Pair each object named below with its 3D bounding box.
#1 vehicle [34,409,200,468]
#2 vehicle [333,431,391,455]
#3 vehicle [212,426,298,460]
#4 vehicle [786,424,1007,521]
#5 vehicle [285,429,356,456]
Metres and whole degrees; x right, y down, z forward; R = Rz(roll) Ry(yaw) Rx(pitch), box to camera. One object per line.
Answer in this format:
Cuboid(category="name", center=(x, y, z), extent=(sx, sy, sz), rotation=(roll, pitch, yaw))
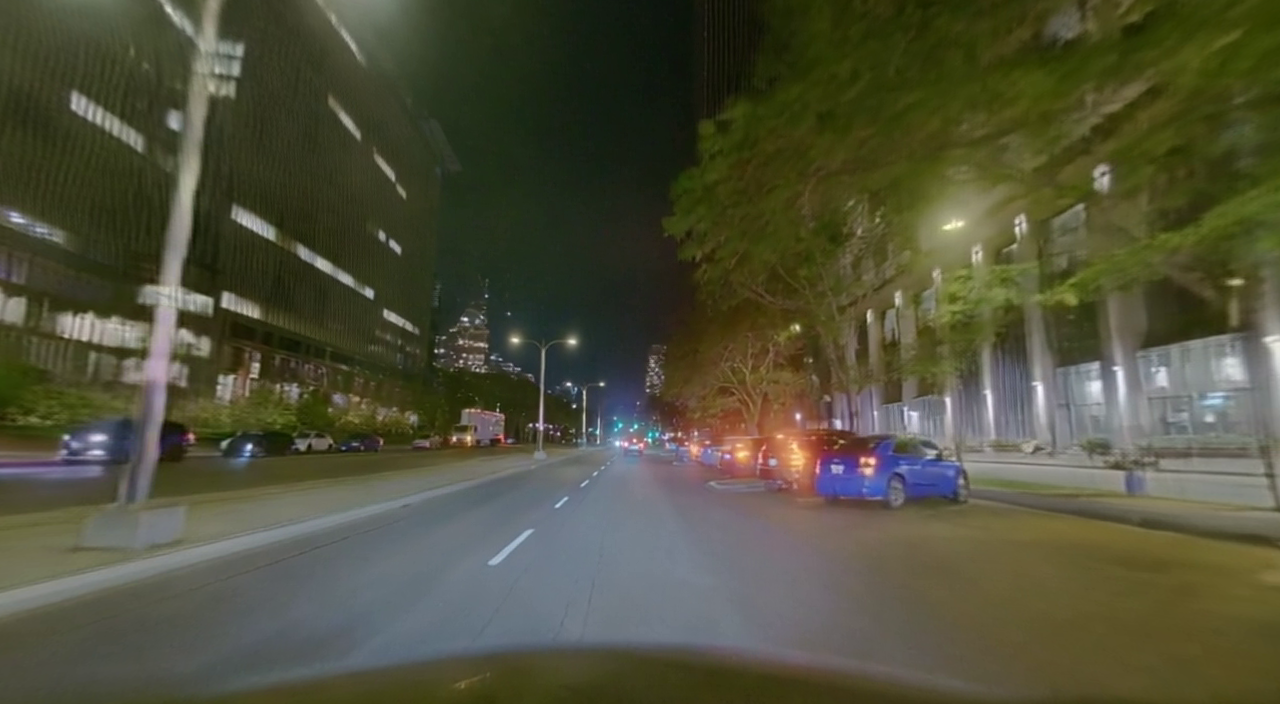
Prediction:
Cuboid(category="vehicle", center=(-18.771, 3.153, 22.936), extent=(1.972, 1.839, 4.553), rotation=(3, -8, 1))
Cuboid(category="vehicle", center=(-18.980, 6.236, 43.196), extent=(1.869, 1.494, 4.833), rotation=(0, -8, -2))
Cuboid(category="vehicle", center=(-18.789, 4.468, 30.935), extent=(1.807, 1.501, 4.134), rotation=(0, -8, -3))
Cuboid(category="vehicle", center=(4.873, 2.143, 11.805), extent=(4.047, 1.497, 1.898), rotation=(5, -10, -36))
Cuboid(category="vehicle", center=(-18.719, 5.331, 37.089), extent=(1.811, 1.502, 4.639), rotation=(0, -8, -1))
